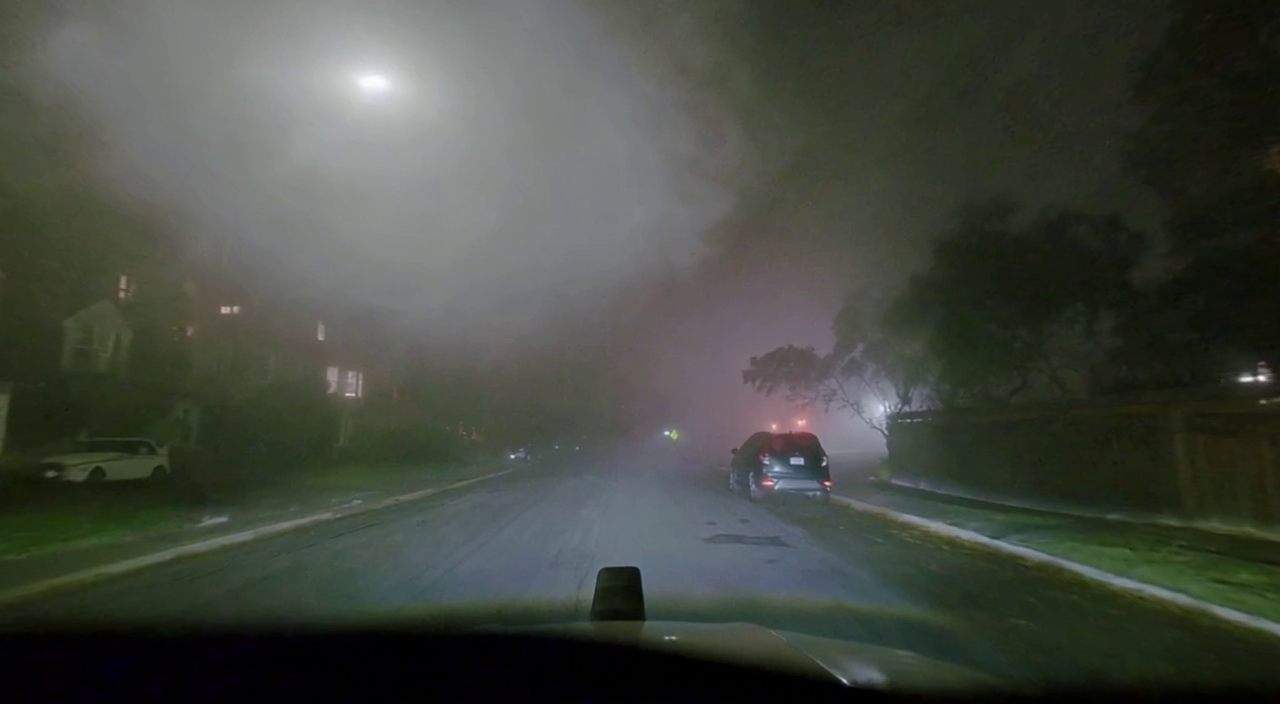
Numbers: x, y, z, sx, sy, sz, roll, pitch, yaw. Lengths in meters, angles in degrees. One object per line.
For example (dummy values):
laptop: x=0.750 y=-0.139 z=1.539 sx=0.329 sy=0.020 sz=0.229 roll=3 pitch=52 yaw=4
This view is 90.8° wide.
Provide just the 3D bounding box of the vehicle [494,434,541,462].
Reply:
vehicle: x=-8.671 y=6.903 z=45.187 sx=2.352 sy=1.843 sz=4.979 roll=-1 pitch=-10 yaw=0

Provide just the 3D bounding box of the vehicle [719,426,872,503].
vehicle: x=3.497 y=2.674 z=15.496 sx=2.291 sy=1.546 sz=5.204 roll=0 pitch=-8 yaw=-1

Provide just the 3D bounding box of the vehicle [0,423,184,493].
vehicle: x=-16.031 y=3.038 z=18.371 sx=2.017 sy=1.746 sz=4.718 roll=0 pitch=-8 yaw=0
